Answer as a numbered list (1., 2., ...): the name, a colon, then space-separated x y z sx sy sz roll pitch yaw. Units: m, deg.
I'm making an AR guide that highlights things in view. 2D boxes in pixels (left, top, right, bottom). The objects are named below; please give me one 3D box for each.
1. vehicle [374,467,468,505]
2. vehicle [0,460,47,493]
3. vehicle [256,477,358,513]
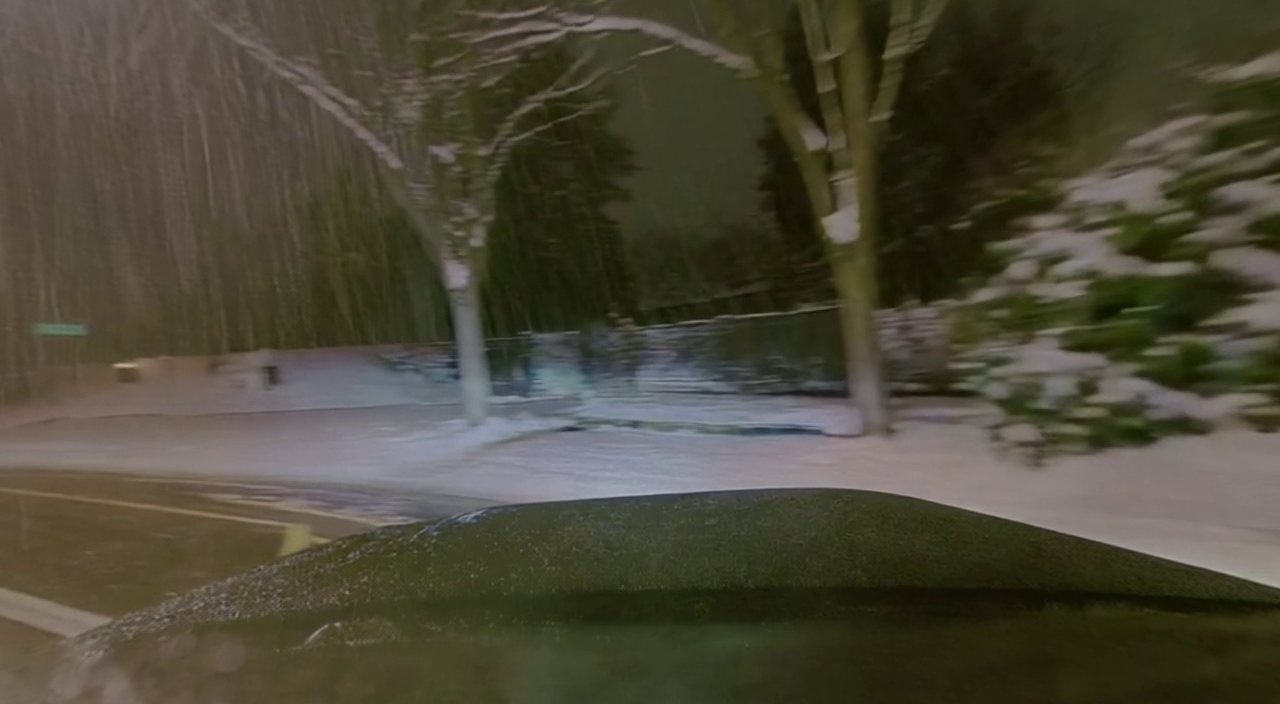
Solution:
1. vehicle: -11.879 7.363 34.506 2.019 1.697 4.310 -2 -13 34
2. vehicle: -37.799 7.433 37.870 4.363 1.763 2.190 -6 -10 36
3. vehicle: -16.529 7.059 31.388 4.315 1.435 1.804 5 -9 -30
